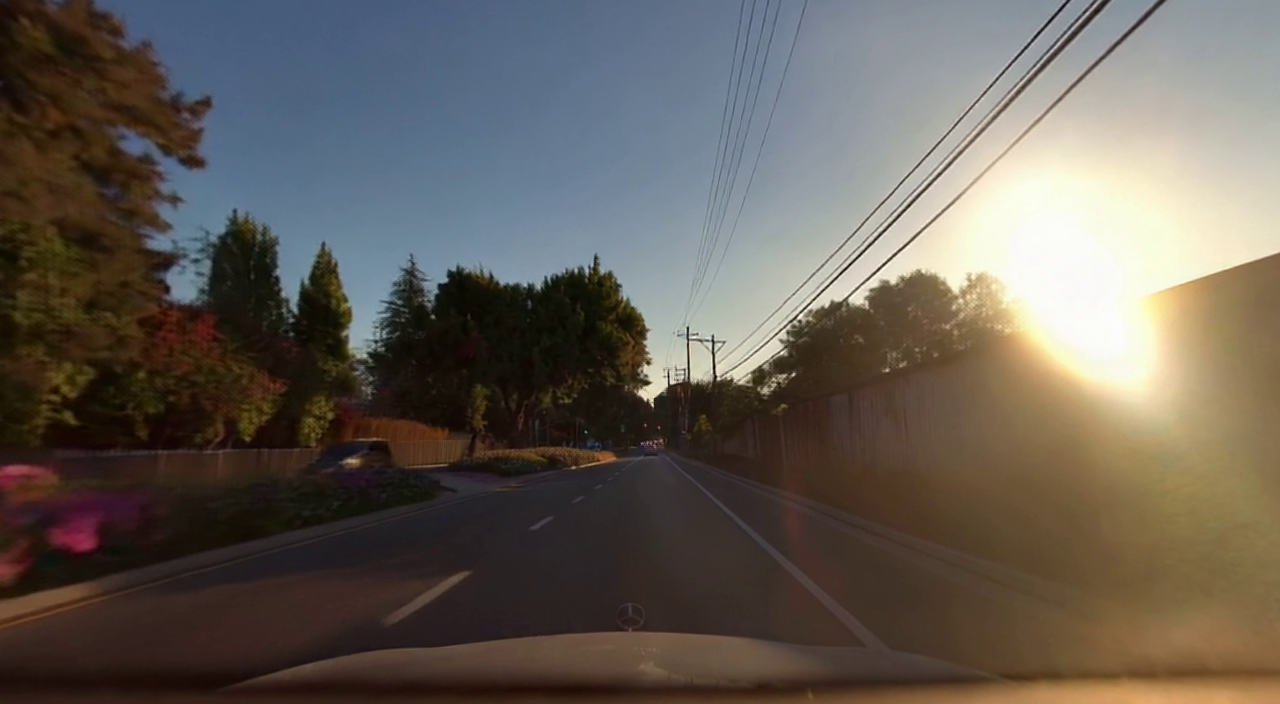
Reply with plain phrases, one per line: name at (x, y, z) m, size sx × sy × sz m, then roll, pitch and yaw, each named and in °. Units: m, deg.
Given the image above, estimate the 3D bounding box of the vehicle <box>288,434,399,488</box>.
vehicle at (-11.000, 4.054, 23.790) m, size 2.044 × 1.815 × 4.244 m, roll 0°, pitch -8°, yaw 1°
